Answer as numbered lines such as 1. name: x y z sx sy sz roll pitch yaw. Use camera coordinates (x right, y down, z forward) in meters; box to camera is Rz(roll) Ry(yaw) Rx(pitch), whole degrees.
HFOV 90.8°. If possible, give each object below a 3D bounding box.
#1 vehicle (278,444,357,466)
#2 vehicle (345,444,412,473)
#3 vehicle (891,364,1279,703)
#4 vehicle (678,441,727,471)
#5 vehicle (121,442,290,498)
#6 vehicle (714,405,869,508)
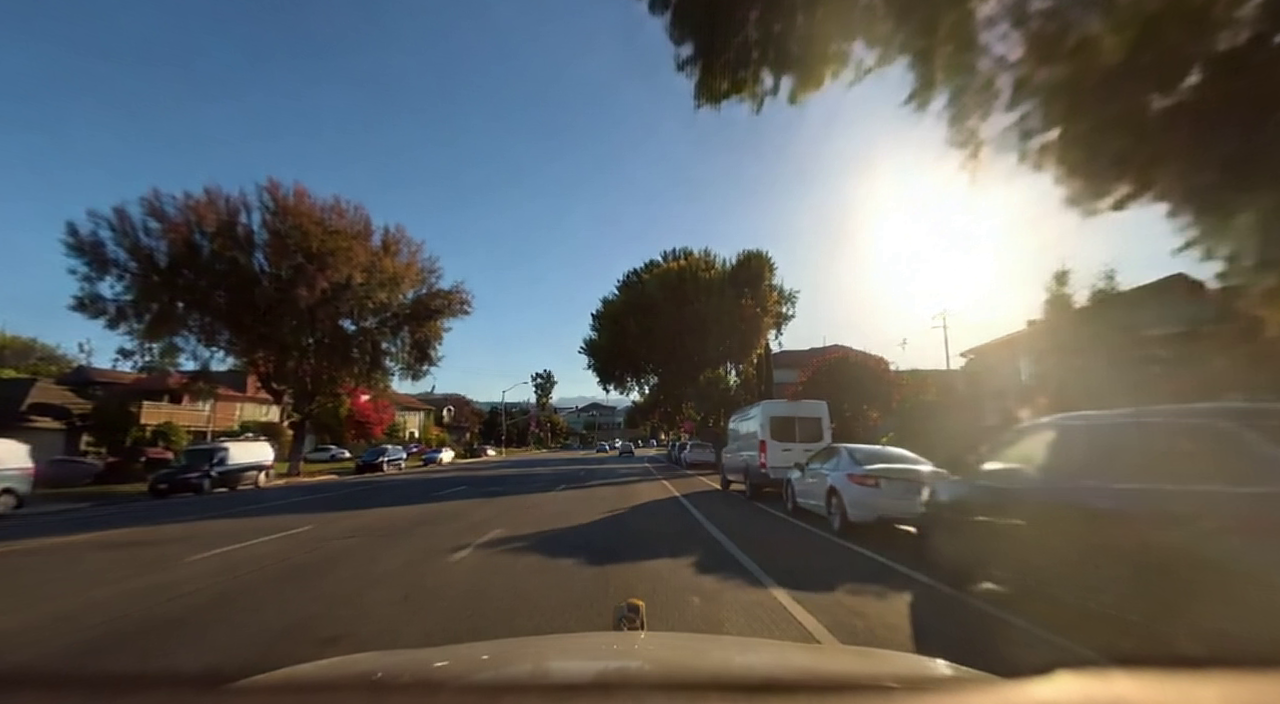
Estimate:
1. vehicle: -23.161 7.415 45.525 4.599 1.433 1.863 1 -9 -3
2. vehicle: -14.889 6.092 36.269 1.923 1.535 4.862 0 -9 -2
3. vehicle: 3.963 1.192 4.787 2.067 1.706 4.506 0 -9 -3
4. vehicle: 3.227 5.499 33.602 1.956 1.468 4.524 0 -9 -3
5. vehicle: -14.382 3.909 21.423 2.045 1.636 5.214 0 -9 0
6. vehicle: 3.527 2.624 16.173 2.521 2.168 5.478 0 -9 -1
